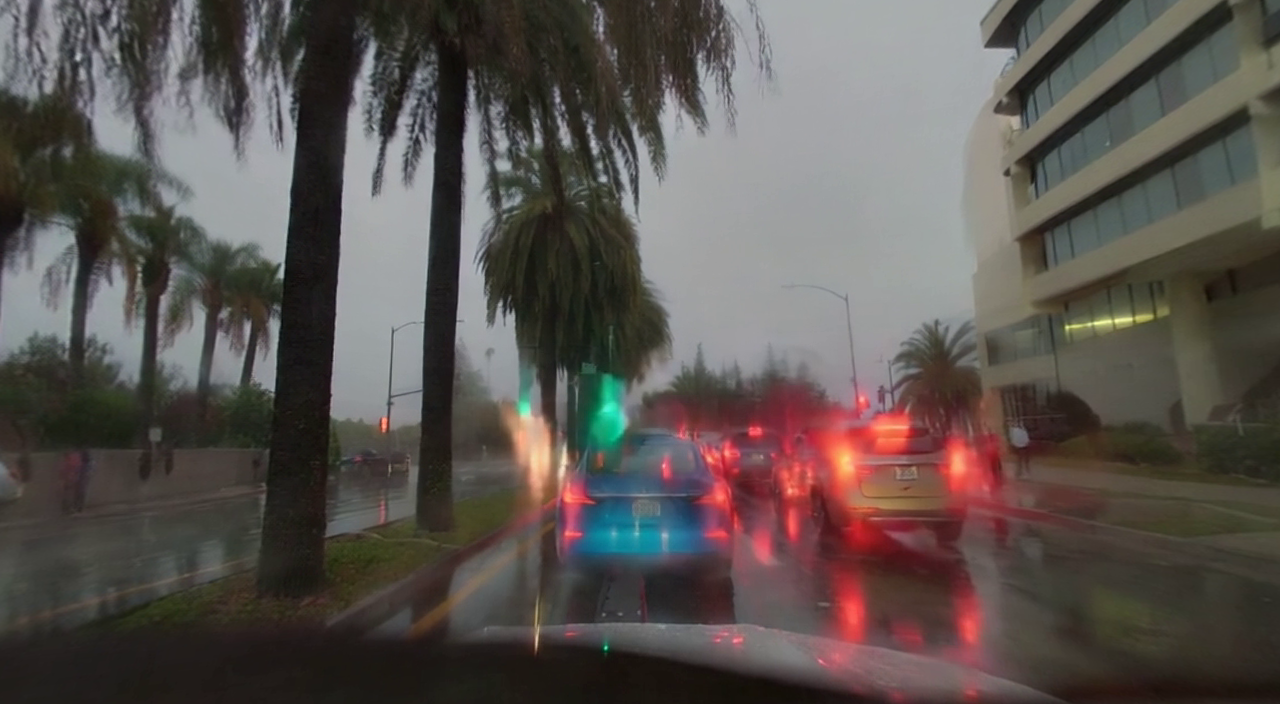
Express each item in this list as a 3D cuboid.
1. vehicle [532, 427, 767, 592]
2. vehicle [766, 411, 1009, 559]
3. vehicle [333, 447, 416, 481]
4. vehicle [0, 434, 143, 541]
[{"bbox_3d":[0.133,1.711,7.701,2.088,1.452,3.993,-1,-8,1],"label":"vehicle"},{"bbox_3d":[3.361,1.894,9.693,2.003,1.733,4.319,0,-8,1],"label":"vehicle"},{"bbox_3d":[-13.163,5.566,31.719,1.965,1.507,4.725,-1,-8,2],"label":"vehicle"},{"bbox_3d":[-13.051,2.716,12.283,2.240,1.964,5.707,-6,-8,0],"label":"vehicle"}]
